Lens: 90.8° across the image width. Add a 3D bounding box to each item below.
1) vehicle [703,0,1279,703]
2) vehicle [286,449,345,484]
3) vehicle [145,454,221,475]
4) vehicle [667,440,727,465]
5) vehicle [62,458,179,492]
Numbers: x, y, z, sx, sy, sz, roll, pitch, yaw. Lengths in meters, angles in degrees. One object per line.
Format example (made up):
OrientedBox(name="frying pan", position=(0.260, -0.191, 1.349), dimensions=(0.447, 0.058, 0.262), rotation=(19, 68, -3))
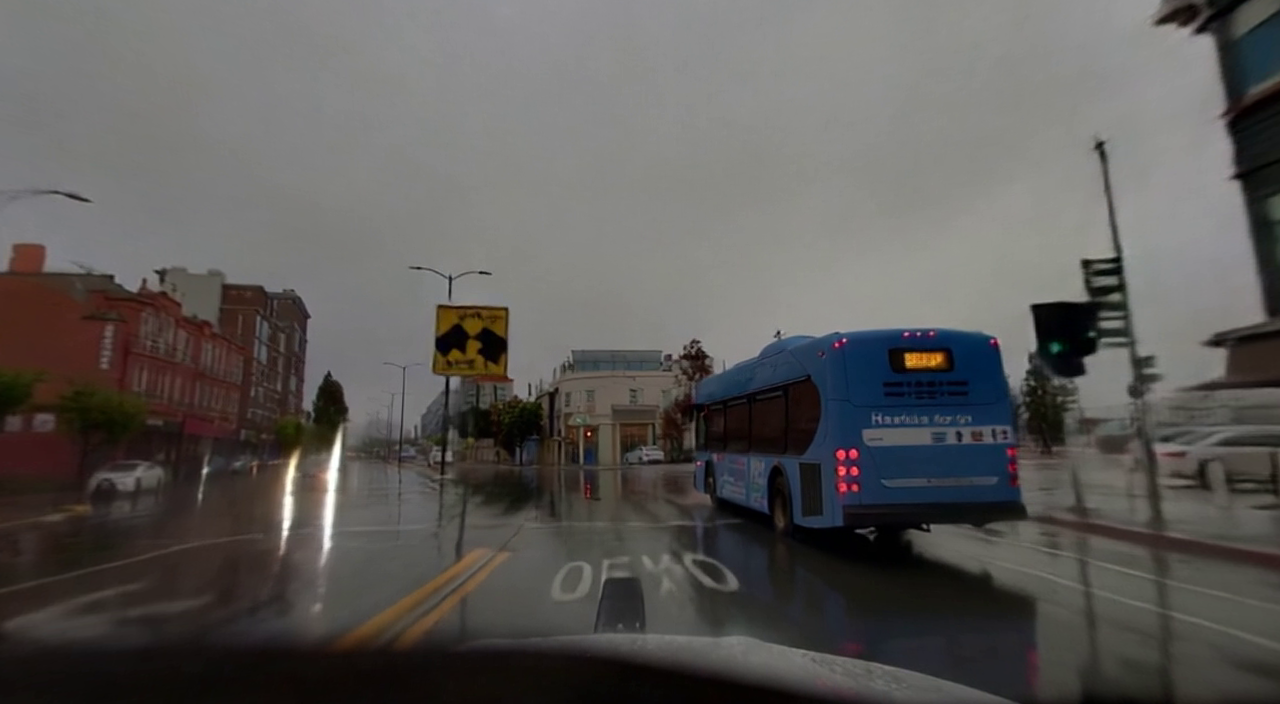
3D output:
OrientedBox(name="vehicle", position=(2.881, 0.268, 3.506), dimensions=(3.194, 3.345, 12.428), rotation=(1, -8, -3))
OrientedBox(name="vehicle", position=(-15.501, 5.440, 30.390), dimensions=(1.944, 1.505, 3.944), rotation=(3, -9, -19))
OrientedBox(name="vehicle", position=(-35.431, 8.718, 48.976), dimensions=(4.592, 1.474, 1.880), rotation=(7, -10, -37))
OrientedBox(name="vehicle", position=(4.042, 7.100, 44.556), dimensions=(3.786, 1.505, 1.991), rotation=(-6, -9, 18))
OrientedBox(name="vehicle", position=(-26.286, 6.211, 32.110), dimensions=(4.384, 1.500, 1.864), rotation=(7, -11, -39))
